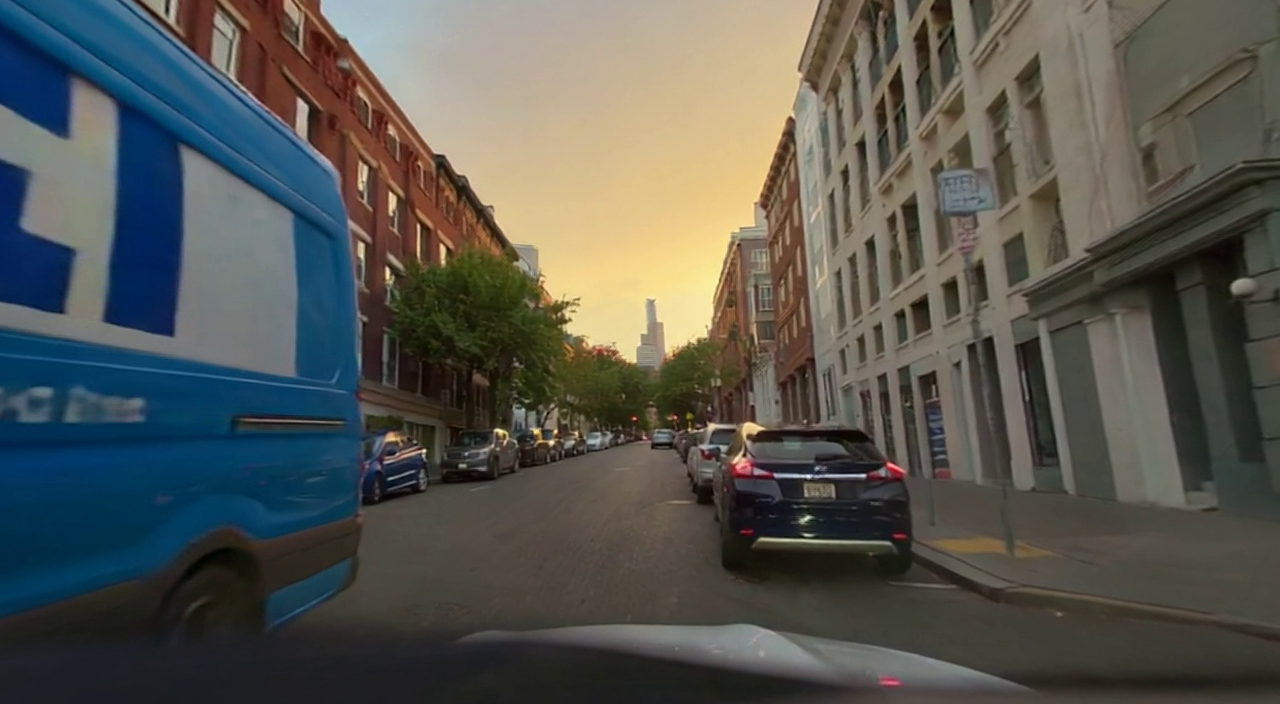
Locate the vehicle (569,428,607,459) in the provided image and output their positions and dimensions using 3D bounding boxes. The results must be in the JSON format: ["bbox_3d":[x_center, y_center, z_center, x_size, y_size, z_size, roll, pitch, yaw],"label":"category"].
[{"bbox_3d":[-3.615,6.384,44.307,2.027,1.640,4.444,1,-3,3],"label":"vehicle"}]

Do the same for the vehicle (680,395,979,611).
[{"bbox_3d":[1.461,1.360,6.767,1.925,1.481,4.653,-1,-8,2],"label":"vehicle"}]

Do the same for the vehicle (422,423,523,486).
[{"bbox_3d":[-4.978,3.039,19.324,1.867,1.519,3.920,1,-4,2],"label":"vehicle"}]

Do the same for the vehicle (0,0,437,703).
[{"bbox_3d":[-3.071,-0.103,1.473,2.558,3.014,7.101,-1,-9,2],"label":"vehicle"}]
